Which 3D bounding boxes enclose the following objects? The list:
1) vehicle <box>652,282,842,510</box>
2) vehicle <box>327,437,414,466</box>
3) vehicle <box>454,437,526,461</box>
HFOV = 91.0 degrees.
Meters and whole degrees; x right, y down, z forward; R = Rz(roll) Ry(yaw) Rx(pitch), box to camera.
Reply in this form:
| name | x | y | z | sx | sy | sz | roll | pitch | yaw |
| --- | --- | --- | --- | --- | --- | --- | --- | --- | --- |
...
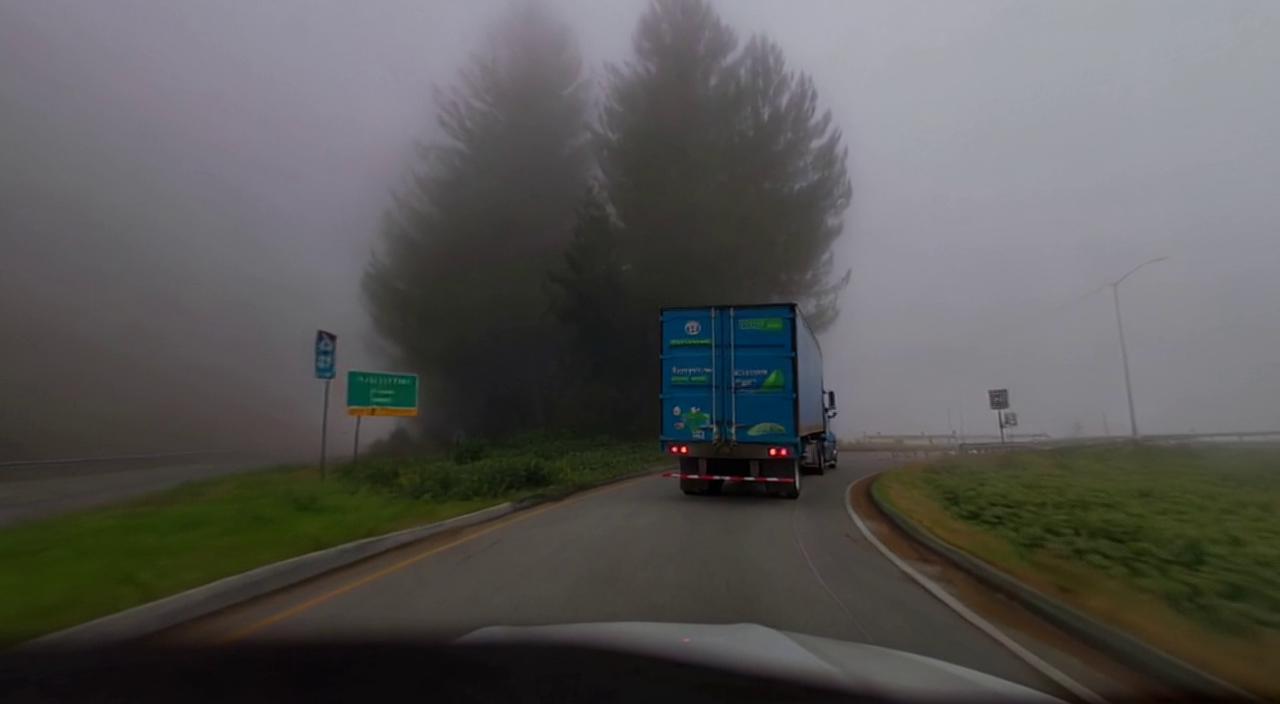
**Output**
| name | x | y | z | sx | sy | sz | roll | pitch | yaw |
| --- | --- | --- | --- | --- | --- | --- | --- | --- | --- |
| vehicle | 3.100 | 1.334 | 14.916 | 2.937 | 3.647 | 9.344 | -4 | -8 | 18 |
| vehicle | -16.258 | 6.009 | 38.023 | 4.578 | 1.573 | 1.806 | 4 | -9 | -31 |
| vehicle | -9.878 | 6.374 | 41.376 | 4.350 | 1.410 | 1.726 | 2 | -9 | -24 |
